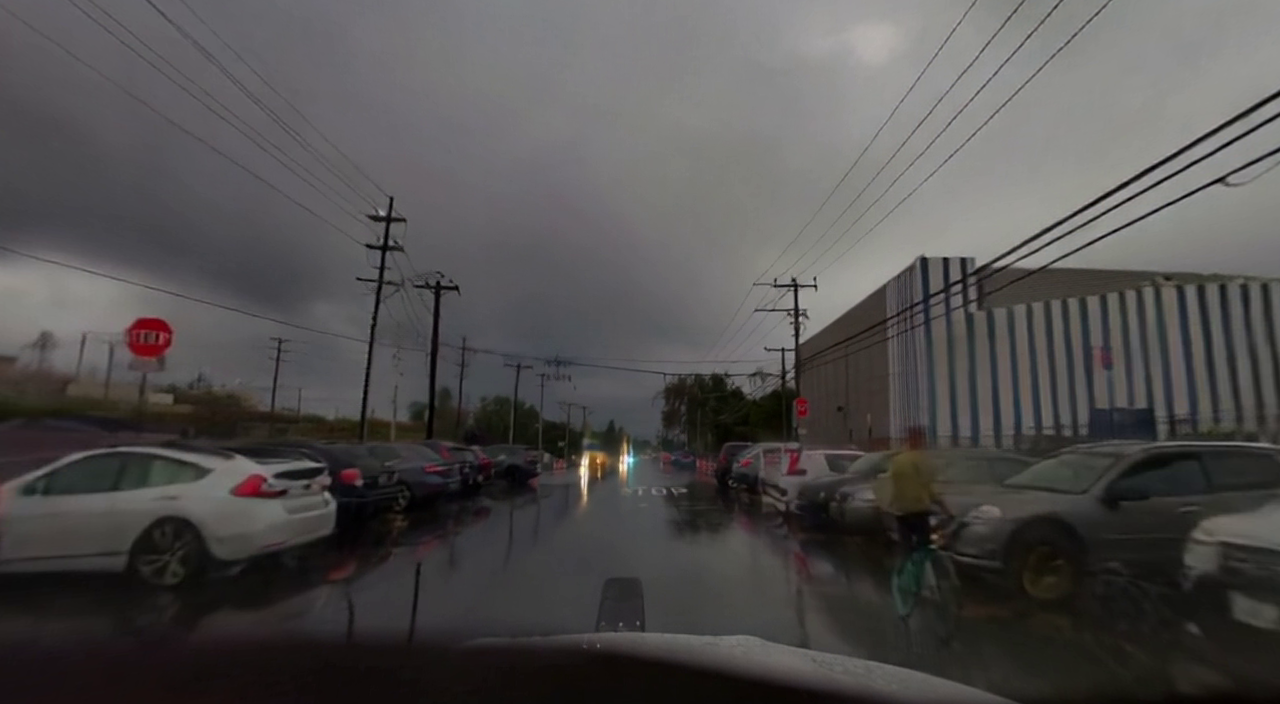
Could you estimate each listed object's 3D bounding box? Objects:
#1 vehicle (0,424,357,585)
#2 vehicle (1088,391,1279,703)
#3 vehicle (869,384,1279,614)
[{"bbox_3d":[-6.116,1.578,6.926,5.099,1.491,1.868,0,-8,-1],"label":"vehicle"},{"bbox_3d":[4.907,0.994,2.938,4.104,1.603,1.968,0,-8,-1],"label":"vehicle"},{"bbox_3d":[4.518,1.358,5.692,4.100,1.546,2.092,3,-14,0],"label":"vehicle"}]
